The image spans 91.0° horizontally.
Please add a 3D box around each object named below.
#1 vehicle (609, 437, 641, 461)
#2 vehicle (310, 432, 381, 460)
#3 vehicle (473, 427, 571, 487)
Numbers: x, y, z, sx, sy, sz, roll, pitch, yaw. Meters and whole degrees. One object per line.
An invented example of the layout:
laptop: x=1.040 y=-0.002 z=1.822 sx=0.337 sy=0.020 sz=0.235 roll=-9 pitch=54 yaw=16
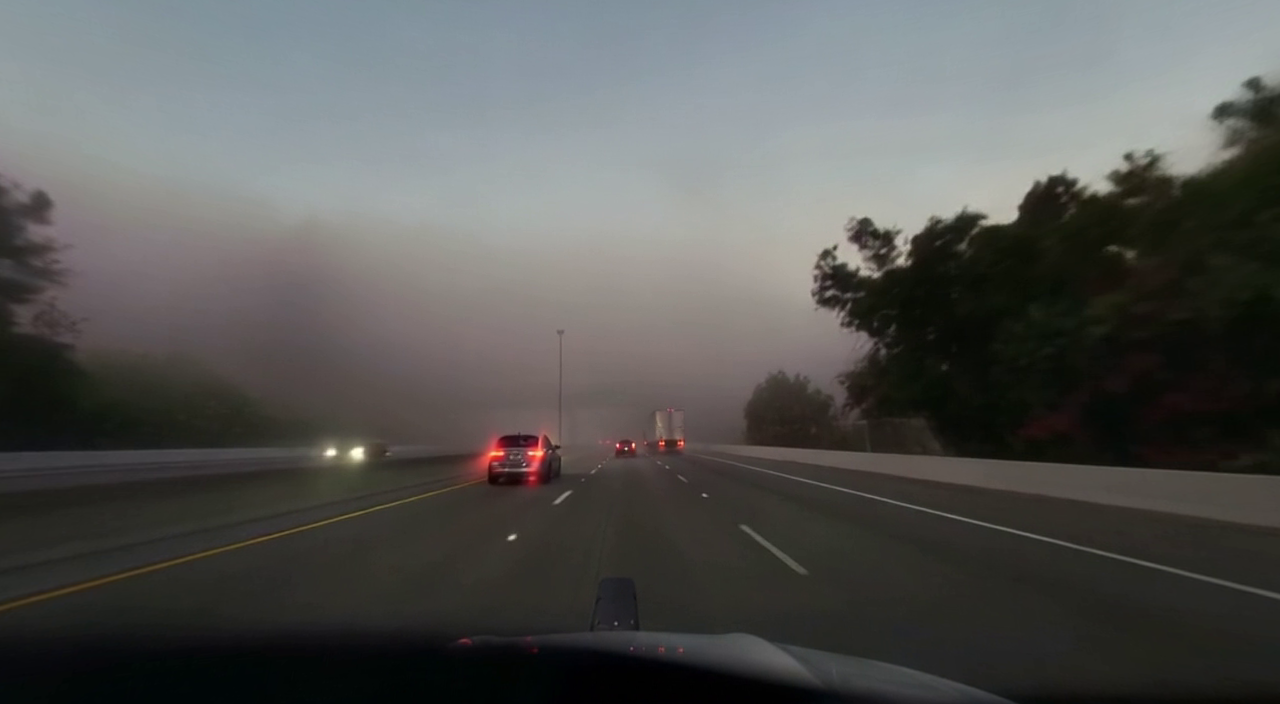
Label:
vehicle: x=-1.014 y=6.748 z=43.841 sx=2.125 sy=1.542 sz=3.816 roll=0 pitch=-8 yaw=-1
vehicle: x=-16.834 y=5.418 z=36.302 sx=1.908 sy=1.502 sz=4.682 roll=0 pitch=-8 yaw=-1
vehicle: x=-3.777 y=3.474 z=21.176 sx=2.377 sy=1.747 sz=4.703 roll=0 pitch=-8 yaw=0
